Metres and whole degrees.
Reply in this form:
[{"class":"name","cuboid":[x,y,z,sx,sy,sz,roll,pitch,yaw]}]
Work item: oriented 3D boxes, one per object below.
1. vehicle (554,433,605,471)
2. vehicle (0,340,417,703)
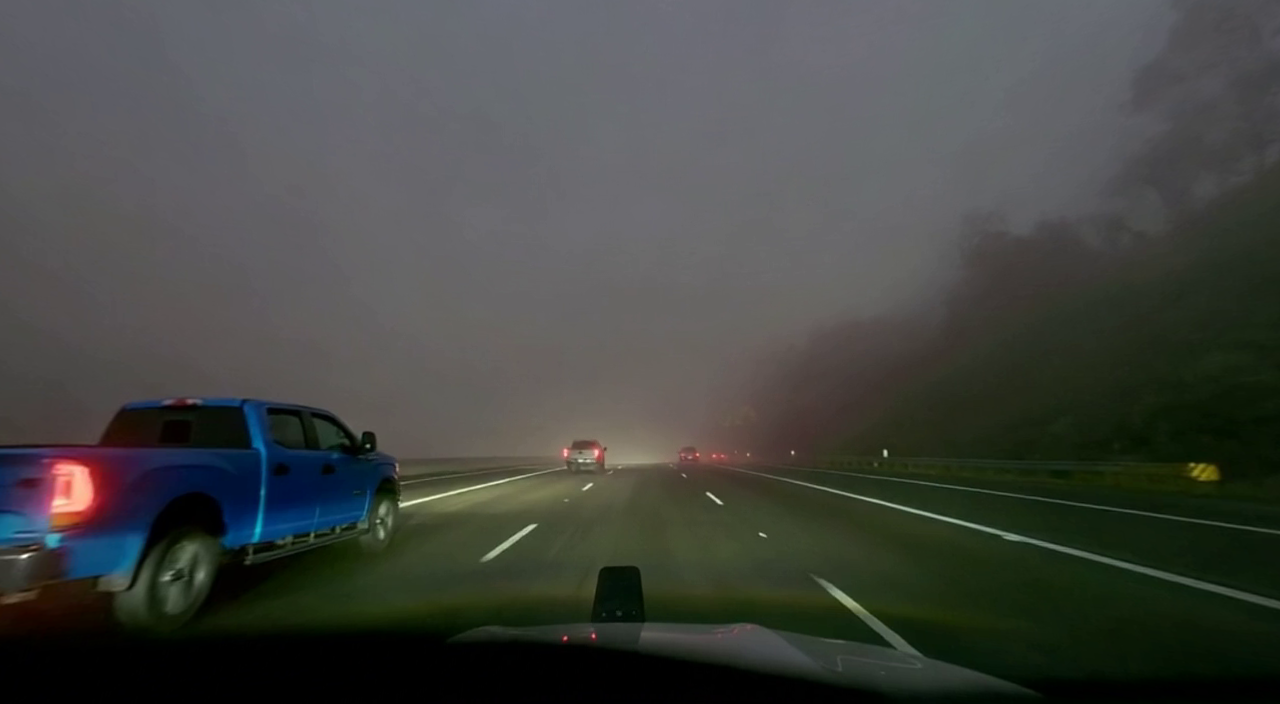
[{"class":"vehicle","cuboid":[-3.712,6.332,39.987,2.496,2.203,6.317,0,-9,1]},{"class":"vehicle","cuboid":[-4.260,1.276,5.779,2.285,1.853,5.564,0,-9,1]}]
